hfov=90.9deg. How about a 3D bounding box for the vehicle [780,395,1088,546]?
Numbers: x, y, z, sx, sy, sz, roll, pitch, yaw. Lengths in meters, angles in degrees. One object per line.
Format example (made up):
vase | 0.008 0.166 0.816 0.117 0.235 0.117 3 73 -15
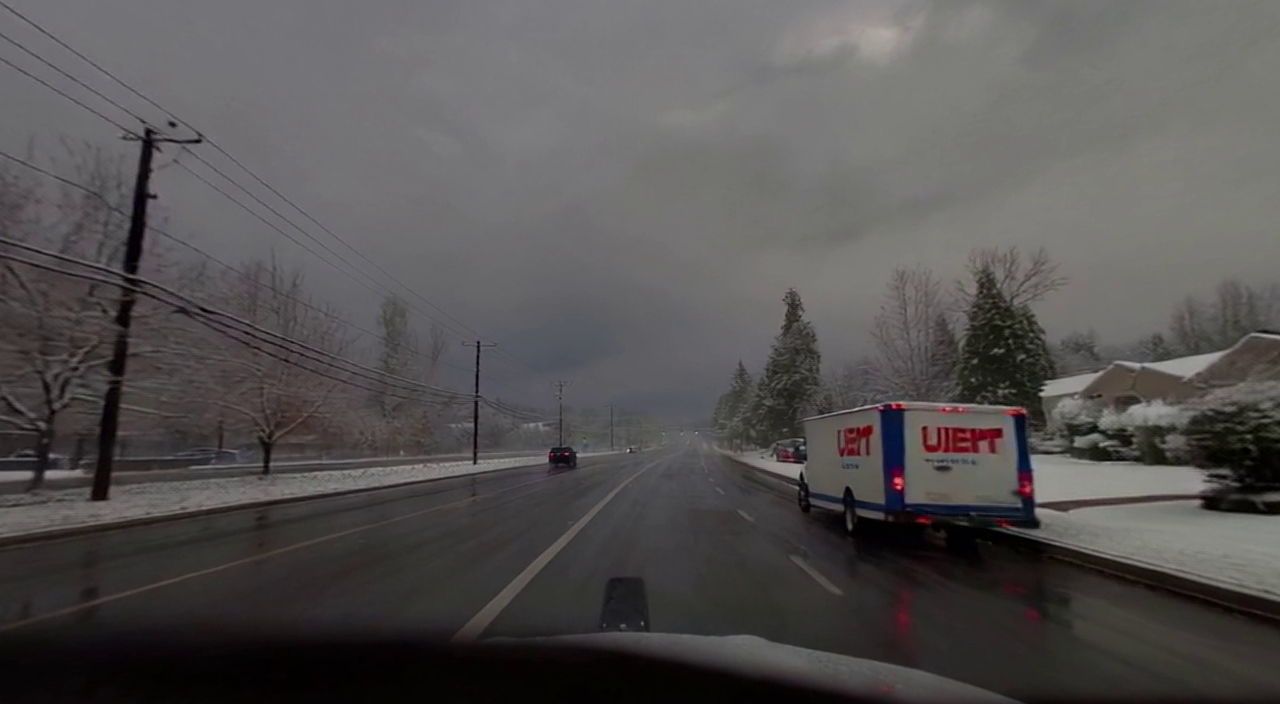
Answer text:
vehicle | 4.694 2.090 11.869 2.695 2.013 6.661 0 -9 1

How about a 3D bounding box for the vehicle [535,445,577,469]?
vehicle | -5.582 7.008 42.276 2.060 1.473 4.645 0 -9 1
